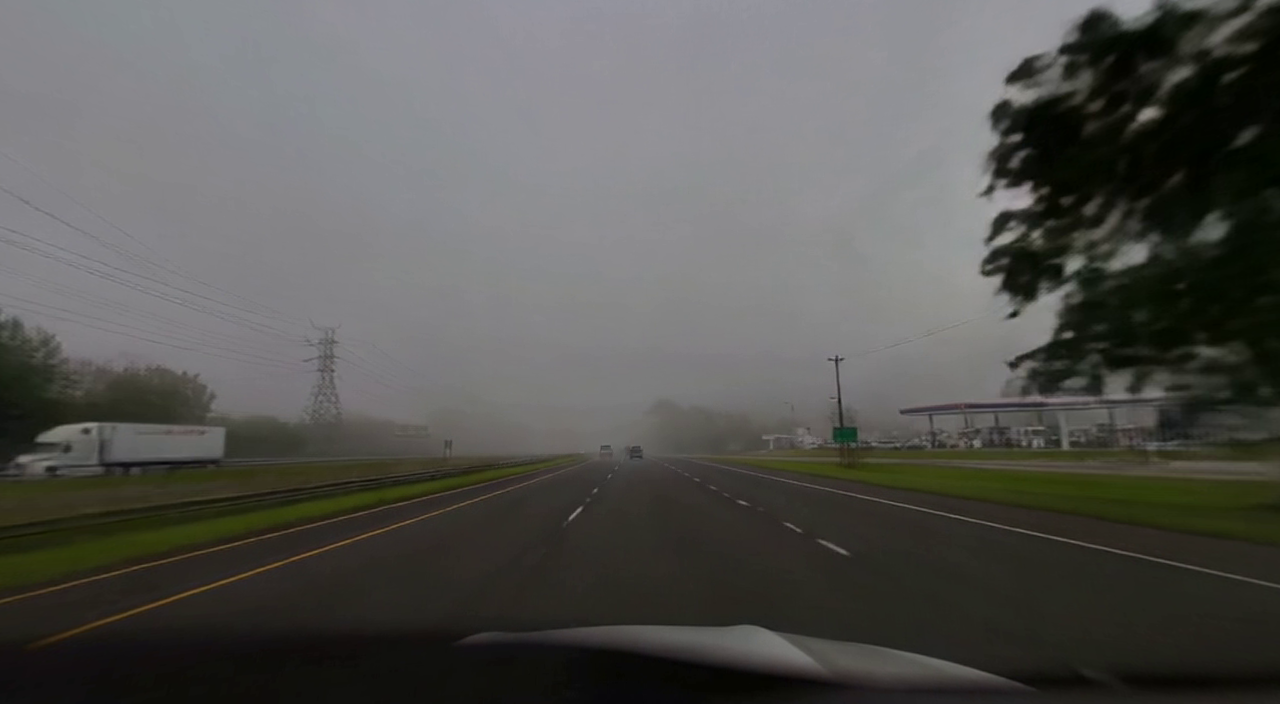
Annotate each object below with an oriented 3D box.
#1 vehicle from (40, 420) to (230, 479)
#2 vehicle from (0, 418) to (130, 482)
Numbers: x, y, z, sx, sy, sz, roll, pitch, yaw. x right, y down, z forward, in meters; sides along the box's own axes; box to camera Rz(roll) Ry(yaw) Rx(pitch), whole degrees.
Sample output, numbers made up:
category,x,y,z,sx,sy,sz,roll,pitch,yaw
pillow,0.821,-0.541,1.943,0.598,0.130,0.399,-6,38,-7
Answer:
category,x,y,z,sx,sy,sz,roll,pitch,yaw
vehicle,-34.725,6.816,44.403,2.800,3.554,11.470,-1,-9,7
vehicle,-35.406,5.952,38.560,2.886,3.559,5.787,-1,-9,7
